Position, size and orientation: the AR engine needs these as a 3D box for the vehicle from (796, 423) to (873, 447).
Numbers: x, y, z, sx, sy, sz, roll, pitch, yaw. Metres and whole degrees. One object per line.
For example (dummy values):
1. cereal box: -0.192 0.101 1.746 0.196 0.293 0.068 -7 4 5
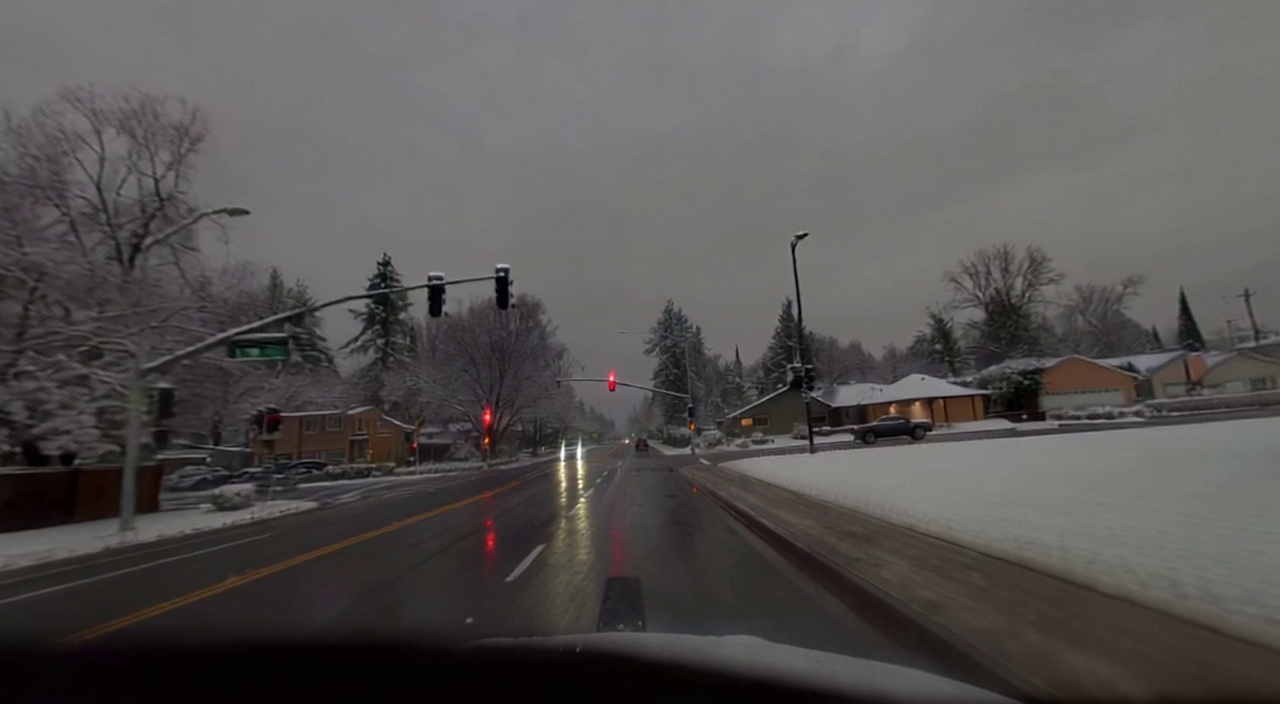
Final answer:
1. vehicle: 13.165 5.655 42.722 4.580 1.534 1.919 0 -8 -1

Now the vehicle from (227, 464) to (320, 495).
1. vehicle: -24.603 8.528 42.239 4.933 1.792 2.133 0 -8 4

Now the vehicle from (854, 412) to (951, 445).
1. vehicle: 14.143 4.158 34.023 4.319 1.700 2.034 0 -8 0
